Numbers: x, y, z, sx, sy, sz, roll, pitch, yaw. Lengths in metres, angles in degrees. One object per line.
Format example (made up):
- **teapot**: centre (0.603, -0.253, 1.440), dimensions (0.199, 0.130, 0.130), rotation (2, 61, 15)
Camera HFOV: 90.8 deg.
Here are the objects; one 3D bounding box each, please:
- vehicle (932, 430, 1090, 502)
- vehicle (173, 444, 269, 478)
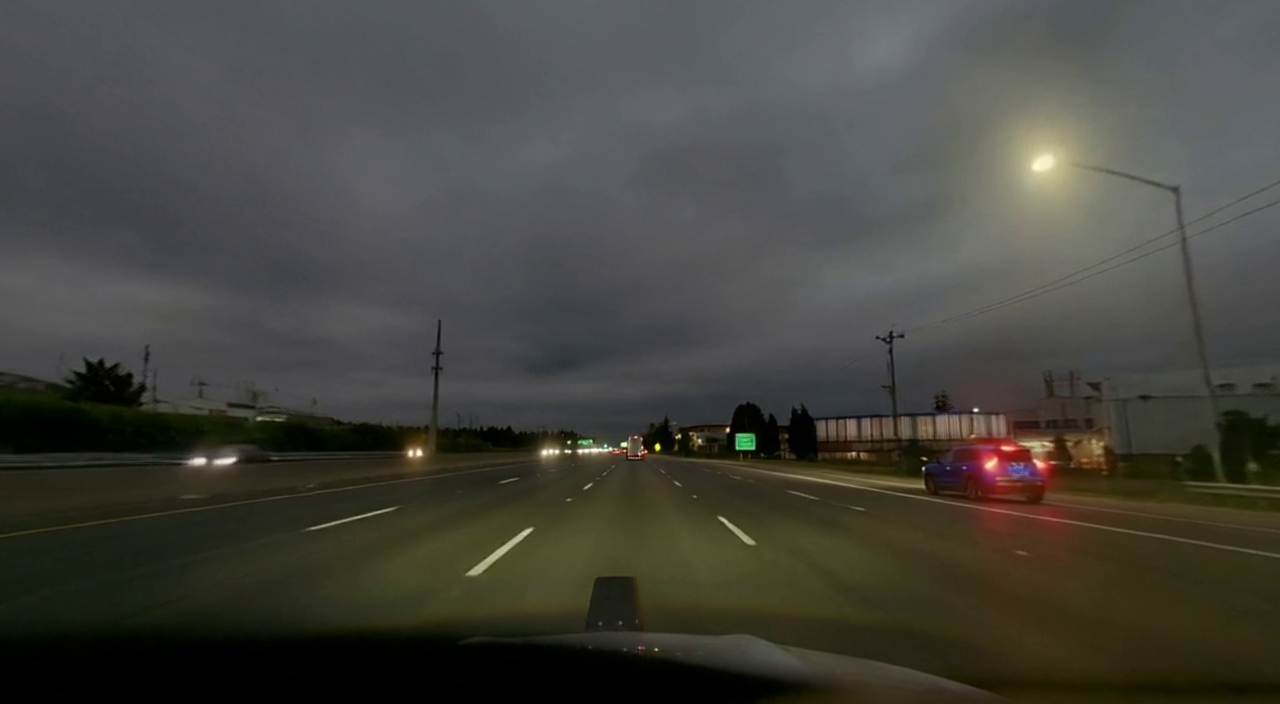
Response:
- **vehicle**: centre (13.431, 4.146, 23.409), dimensions (2.411, 2.326, 5.300), rotation (0, -9, -2)
- **vehicle**: centre (-19.602, 5.102, 29.729), dimensions (1.975, 1.467, 3.800), rotation (0, -9, -1)
